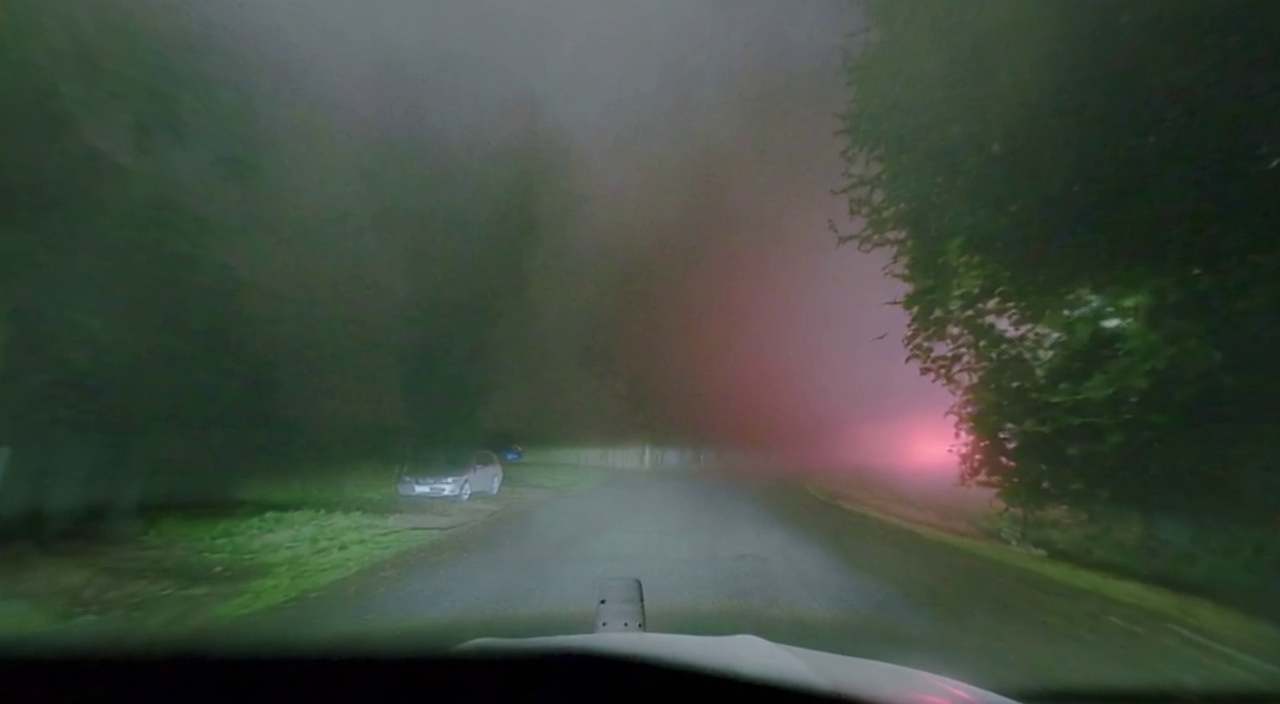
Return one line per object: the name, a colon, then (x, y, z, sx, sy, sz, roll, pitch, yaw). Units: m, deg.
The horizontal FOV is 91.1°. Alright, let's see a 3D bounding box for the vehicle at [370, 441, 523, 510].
vehicle: (-4.800, 3.141, 16.535, 2.166, 1.512, 4.822, 0, -9, 5)
